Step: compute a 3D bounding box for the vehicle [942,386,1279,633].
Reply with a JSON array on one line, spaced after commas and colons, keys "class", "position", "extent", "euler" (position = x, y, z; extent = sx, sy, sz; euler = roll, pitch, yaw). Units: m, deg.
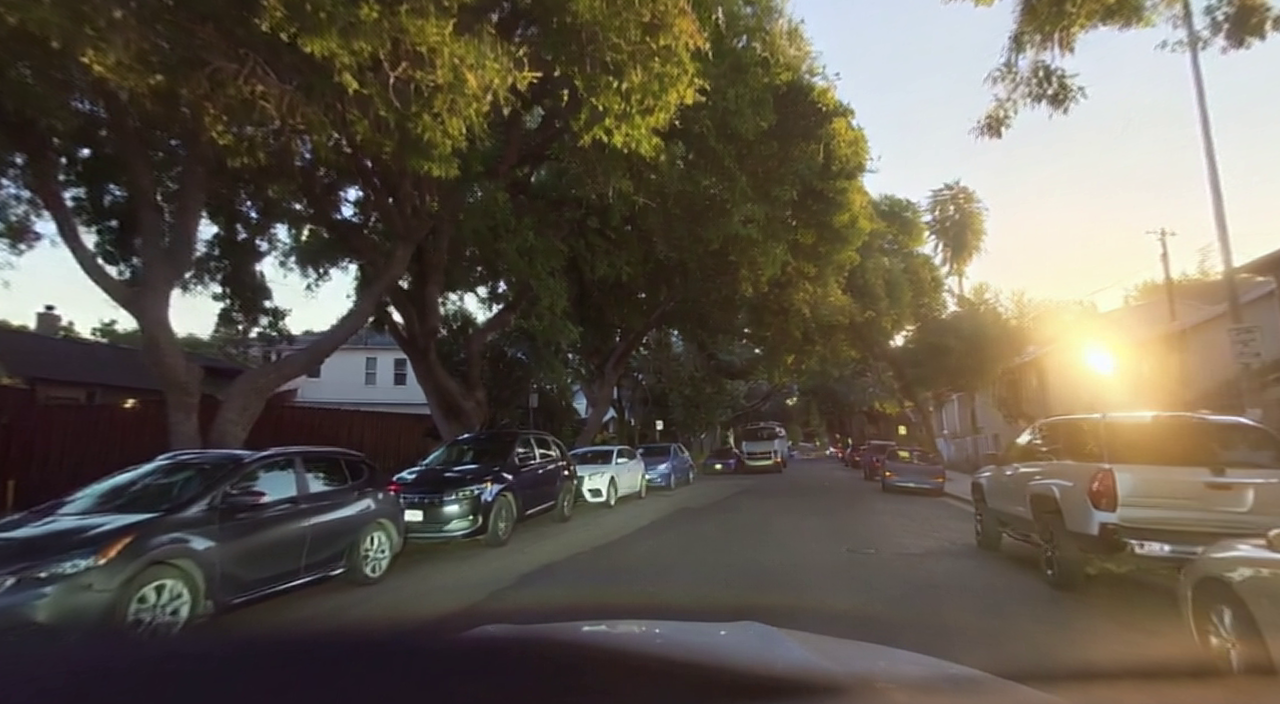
[{"class": "vehicle", "position": [5.320, 1.562, 7.317], "extent": [2.182, 1.900, 4.779], "euler": [-2, -9, 13]}]

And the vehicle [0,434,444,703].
[{"class": "vehicle", "position": [-3.817, 1.556, 5.801], "extent": [1.855, 1.510, 4.406], "euler": [-2, -9, 13]}]

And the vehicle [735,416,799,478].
[{"class": "vehicle", "position": [6.871, 5.019, 33.511], "extent": [2.716, 2.887, 6.781], "euler": [-2, -8, 16]}]

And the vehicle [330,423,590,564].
[{"class": "vehicle", "position": [-2.644, 2.239, 10.941], "extent": [2.203, 1.815, 4.972], "euler": [-2, -9, 12]}]

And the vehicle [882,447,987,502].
[{"class": "vehicle", "position": [8.804, 3.643, 19.315], "extent": [1.813, 1.468, 4.267], "euler": [-1, -9, 10]}]

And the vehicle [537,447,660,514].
[{"class": "vehicle", "position": [-0.903, 3.311, 16.957], "extent": [1.861, 1.474, 4.749], "euler": [-2, -9, 15]}]

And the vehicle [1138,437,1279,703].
[{"class": "vehicle", "position": [4.116, 1.013, 2.145], "extent": [1.992, 1.456, 4.610], "euler": [-2, -9, 14]}]
